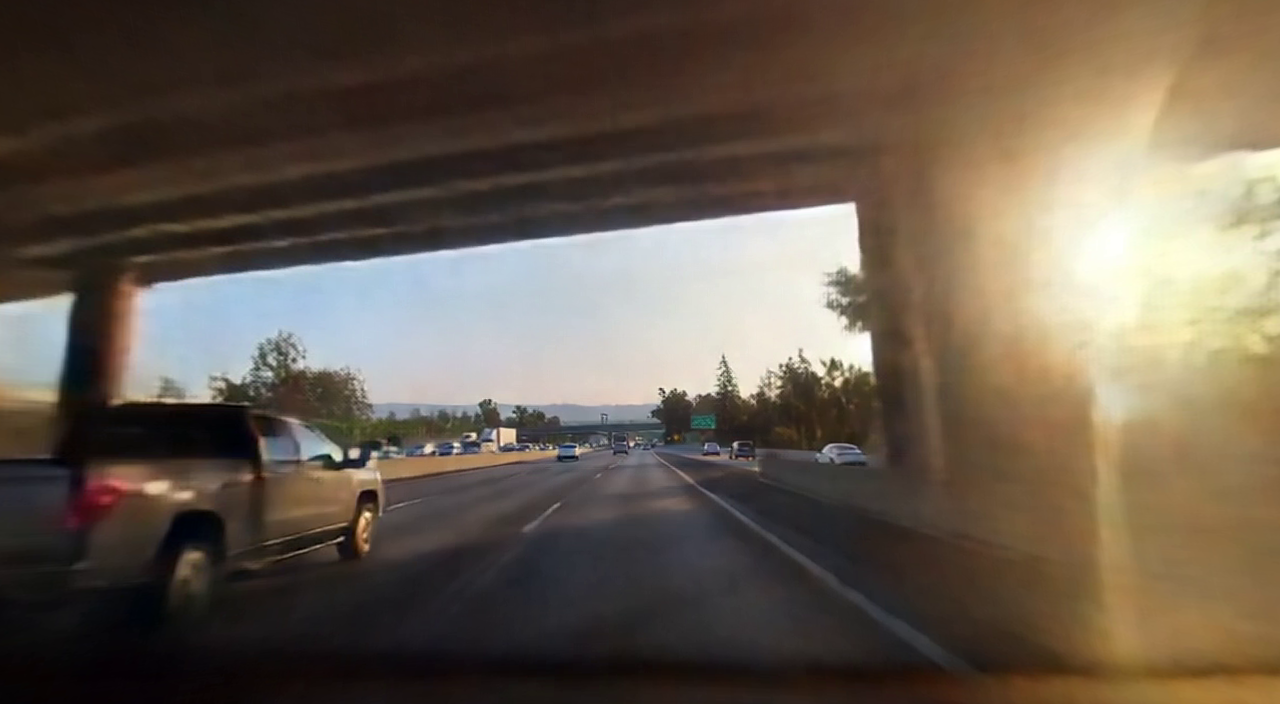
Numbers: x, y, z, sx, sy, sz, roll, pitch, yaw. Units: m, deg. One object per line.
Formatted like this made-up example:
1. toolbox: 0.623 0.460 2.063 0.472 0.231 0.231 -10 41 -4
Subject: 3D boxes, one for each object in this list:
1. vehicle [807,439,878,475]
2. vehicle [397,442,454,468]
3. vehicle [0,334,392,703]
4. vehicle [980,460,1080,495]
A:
1. vehicle: 9.859 5.131 31.073 1.971 1.638 4.295 0 -8 -1
2. vehicle: -16.513 7.965 48.996 2.339 1.926 5.751 0 -8 1
3. vehicle: -3.961 1.202 5.052 1.994 1.911 4.819 0 -8 0
4. vehicle: 29.627 9.541 48.113 5.938 2.070 2.138 -5 -4 10
